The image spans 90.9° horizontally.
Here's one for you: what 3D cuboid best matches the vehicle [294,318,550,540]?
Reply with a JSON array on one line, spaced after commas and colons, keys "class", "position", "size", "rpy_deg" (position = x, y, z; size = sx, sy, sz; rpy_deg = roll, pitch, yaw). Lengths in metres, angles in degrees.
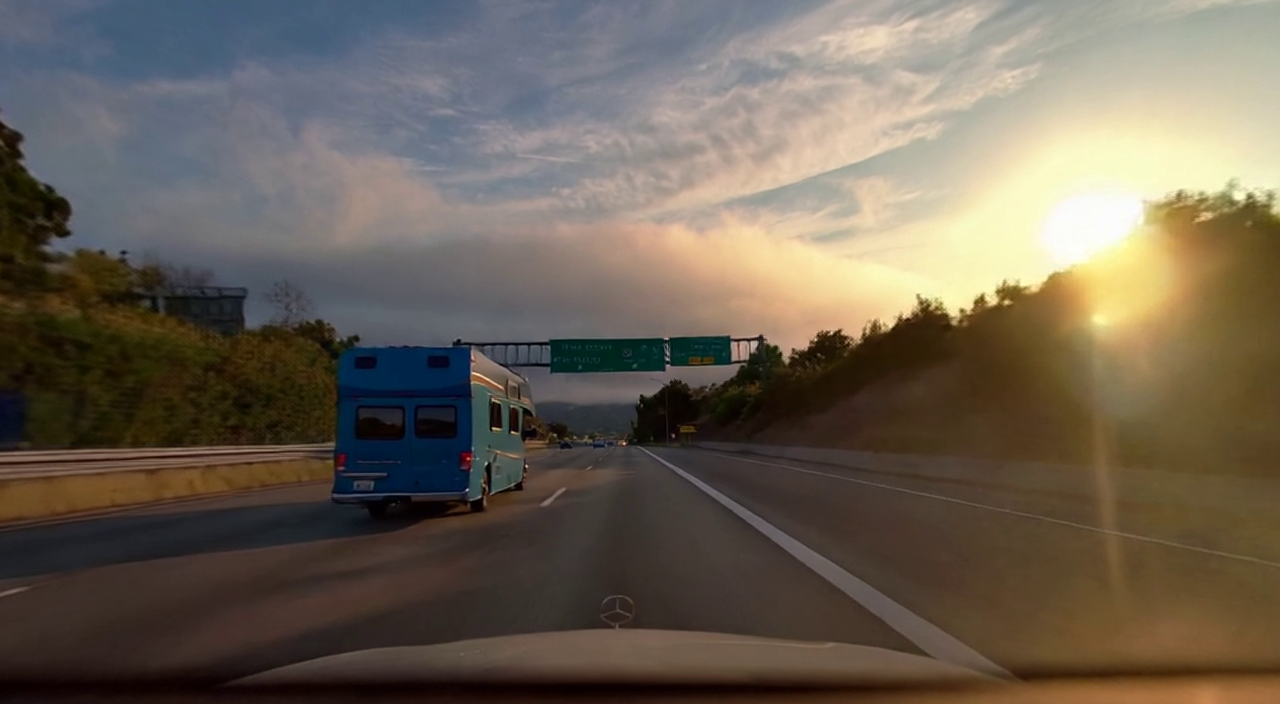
[{"class": "vehicle", "position": [-3.823, 1.580, 13.234], "size": [2.676, 3.269, 7.388], "rpy_deg": [-2, -7, 1]}]
